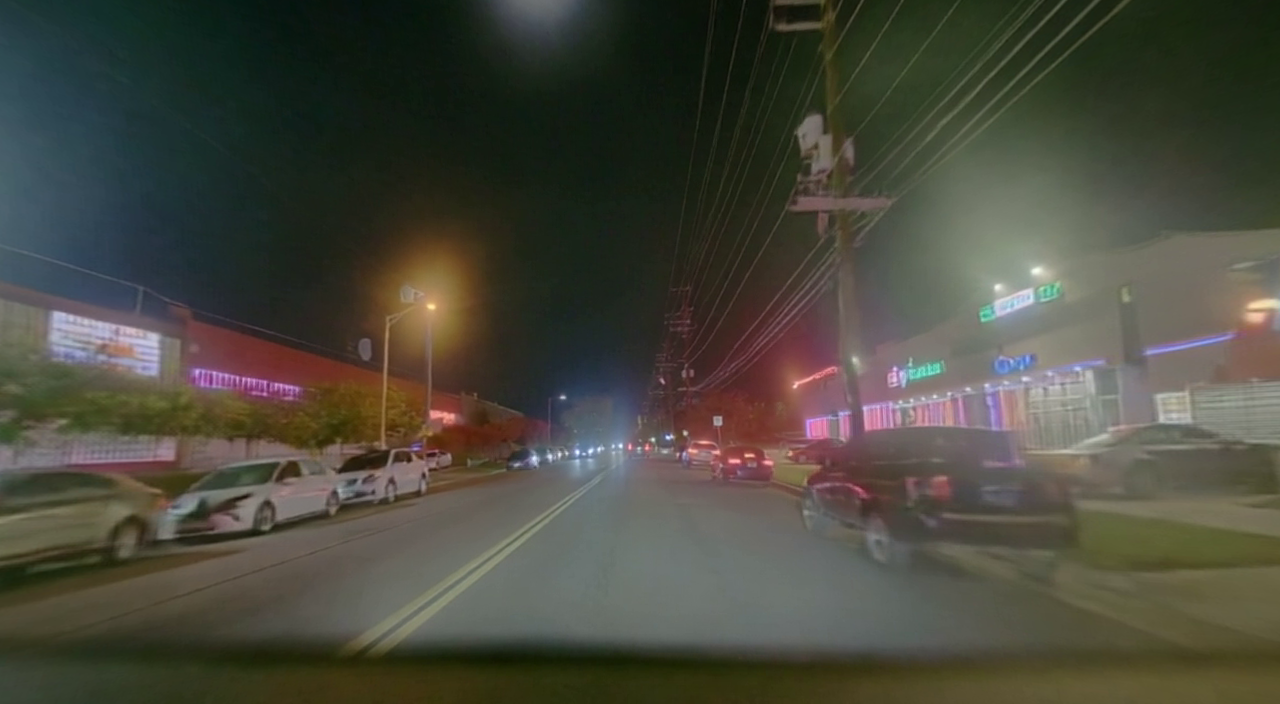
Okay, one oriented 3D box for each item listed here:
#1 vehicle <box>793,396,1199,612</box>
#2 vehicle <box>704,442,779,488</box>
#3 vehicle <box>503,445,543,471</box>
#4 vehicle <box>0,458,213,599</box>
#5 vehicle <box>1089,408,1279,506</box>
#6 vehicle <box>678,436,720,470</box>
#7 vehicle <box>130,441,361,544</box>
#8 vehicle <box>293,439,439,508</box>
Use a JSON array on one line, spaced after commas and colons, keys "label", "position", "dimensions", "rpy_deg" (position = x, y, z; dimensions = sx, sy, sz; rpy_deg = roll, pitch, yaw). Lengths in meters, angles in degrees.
[{"label": "vehicle", "position": [3.547, 1.601, 7.673], "dimensions": [2.088, 1.765, 4.704], "rpy_deg": [0, -8, -1]}, {"label": "vehicle", "position": [3.506, 3.981, 22.642], "dimensions": [1.866, 1.439, 4.482], "rpy_deg": [0, -8, -1]}, {"label": "vehicle", "position": [-8.493, 7.676, 46.173], "dimensions": [2.113, 1.665, 5.062], "rpy_deg": [0, -7, -2]}, {"label": "vehicle", "position": [-8.622, 2.337, 8.817], "dimensions": [2.022, 1.501, 4.860], "rpy_deg": [0, -7, -1]}, {"label": "vehicle", "position": [11.314, 1.845, 11.480], "dimensions": [4.711, 1.587, 1.909], "rpy_deg": [-2, -8, 3]}, {"label": "vehicle", "position": [3.391, 5.954, 37.177], "dimensions": [2.025, 1.843, 4.883], "rpy_deg": [-1, -9, 1]}, {"label": "vehicle", "position": [-8.466, 2.978, 14.280], "dimensions": [2.045, 1.820, 4.858], "rpy_deg": [0, -7, 0]}, {"label": "vehicle", "position": [-8.317, 3.721, 19.922], "dimensions": [1.986, 1.831, 5.678], "rpy_deg": [0, -9, 1]}]
